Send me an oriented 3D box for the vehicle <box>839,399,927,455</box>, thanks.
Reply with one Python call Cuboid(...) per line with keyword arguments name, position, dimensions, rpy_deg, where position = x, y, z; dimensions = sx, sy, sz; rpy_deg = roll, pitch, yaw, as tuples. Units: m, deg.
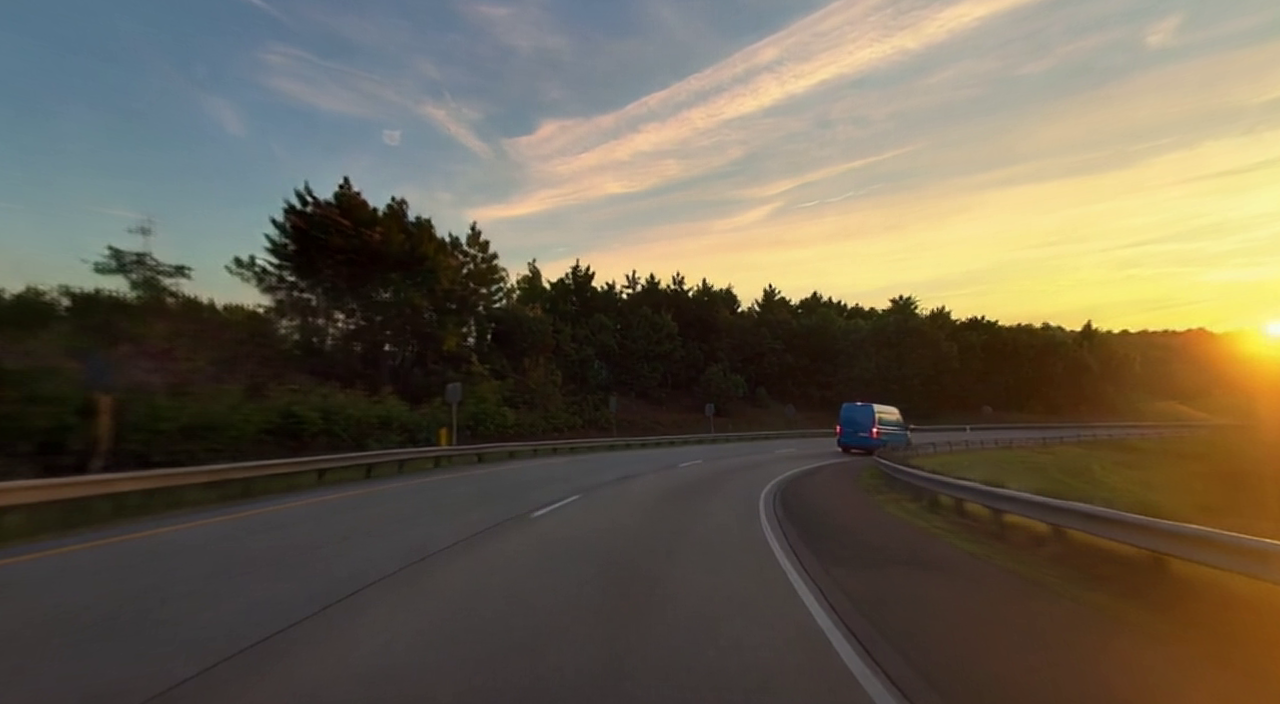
Cuboid(name="vehicle", position=(12.337, 3.808, 31.840), dimensions=(2.352, 2.577, 5.330), rpy_deg=(-6, -10, 41))
